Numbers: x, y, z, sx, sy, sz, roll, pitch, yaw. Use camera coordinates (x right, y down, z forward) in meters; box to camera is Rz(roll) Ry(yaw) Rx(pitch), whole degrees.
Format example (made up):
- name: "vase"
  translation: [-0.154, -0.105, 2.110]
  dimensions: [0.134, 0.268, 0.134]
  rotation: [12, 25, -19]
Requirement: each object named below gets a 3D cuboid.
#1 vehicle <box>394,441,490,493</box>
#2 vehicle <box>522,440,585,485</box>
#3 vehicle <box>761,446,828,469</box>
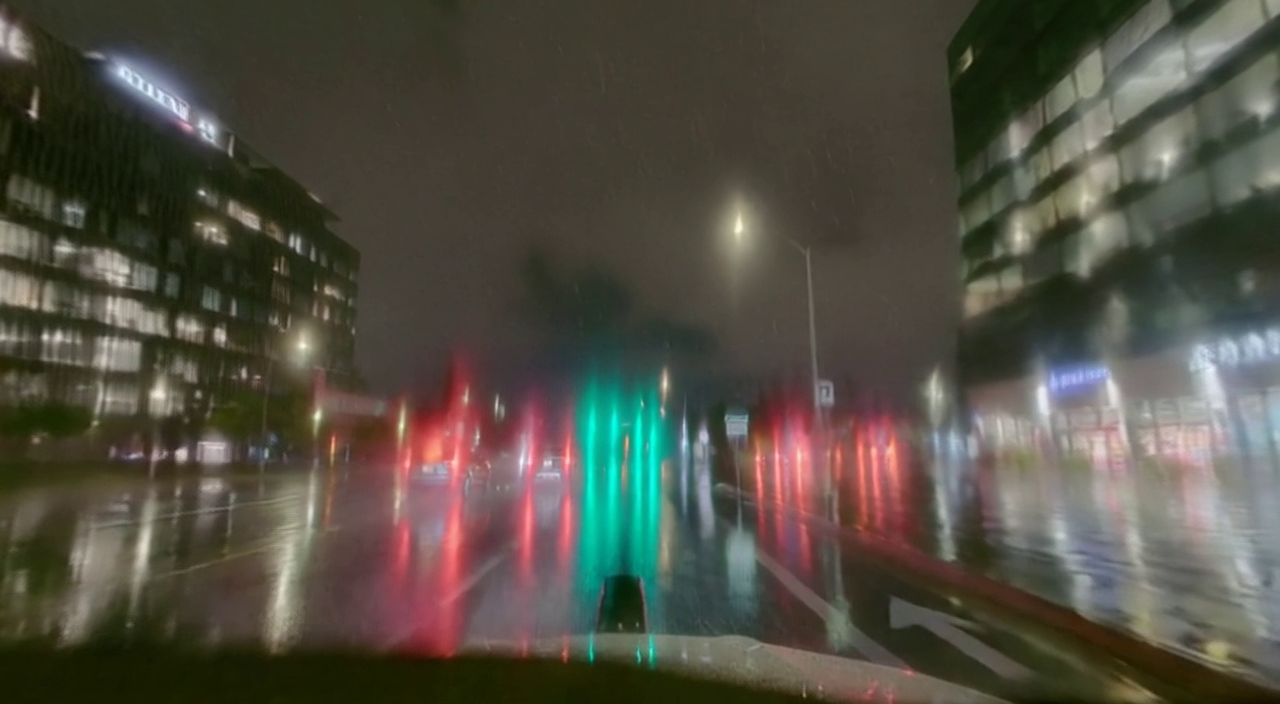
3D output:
- name: "vehicle"
  translation: [-6.829, 4.002, 22.344]
  dimensions: [1.909, 1.605, 4.561]
  rotation: [0, -9, 0]
- name: "vehicle"
  translation: [-3.552, 4.629, 26.701]
  dimensions: [2.052, 1.729, 4.195]
  rotation: [0, -9, 0]
- name: "vehicle"
  translation: [11.172, 7.665, 45.948]
  dimensions: [4.513, 1.541, 1.948]
  rotation: [-1, -9, 5]
